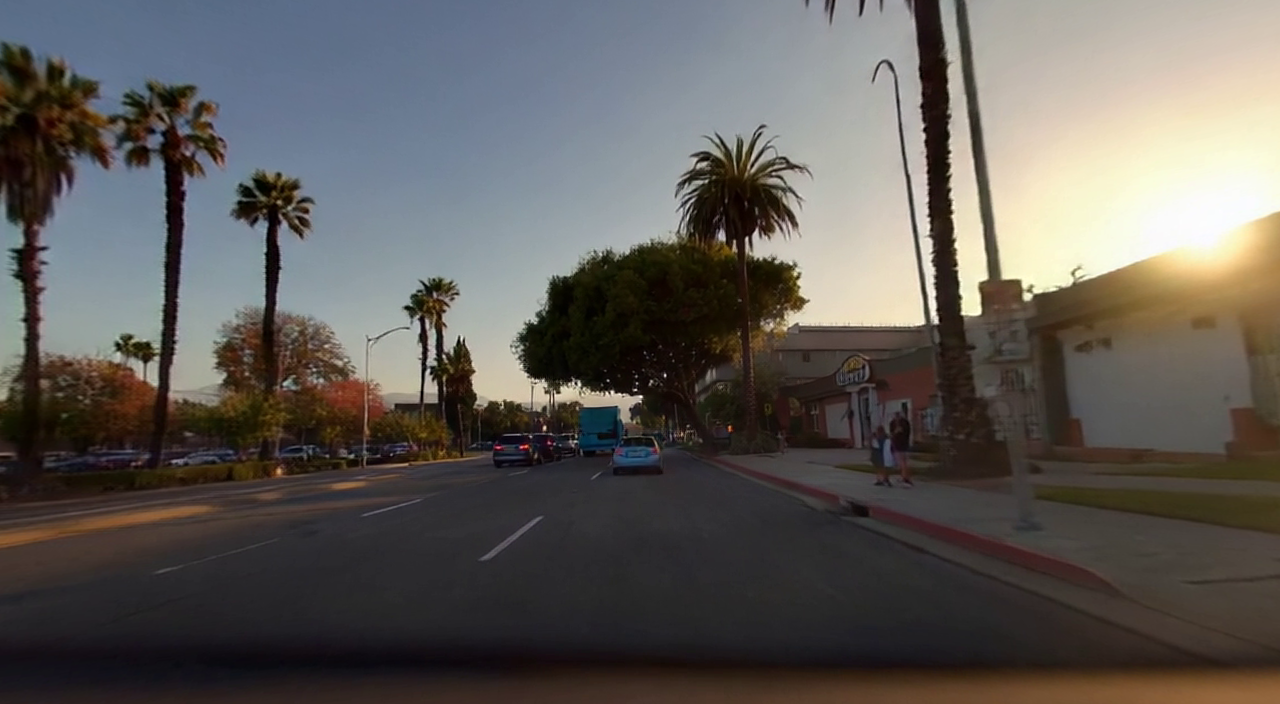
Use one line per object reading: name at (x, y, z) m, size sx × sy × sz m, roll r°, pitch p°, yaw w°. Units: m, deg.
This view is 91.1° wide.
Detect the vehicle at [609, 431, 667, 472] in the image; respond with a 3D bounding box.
vehicle at (-0.032, 4.018, 25.478) m, size 2.144 × 1.514 × 4.063 m, roll 0°, pitch -9°, yaw 1°

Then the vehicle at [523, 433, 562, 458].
vehicle at (-7.039, 6.834, 45.834) m, size 2.143 × 1.736 × 4.648 m, roll 0°, pitch -9°, yaw 0°

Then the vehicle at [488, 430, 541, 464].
vehicle at (-7.158, 5.477, 36.269) m, size 2.014 × 1.830 × 4.281 m, roll 0°, pitch -9°, yaw 2°
